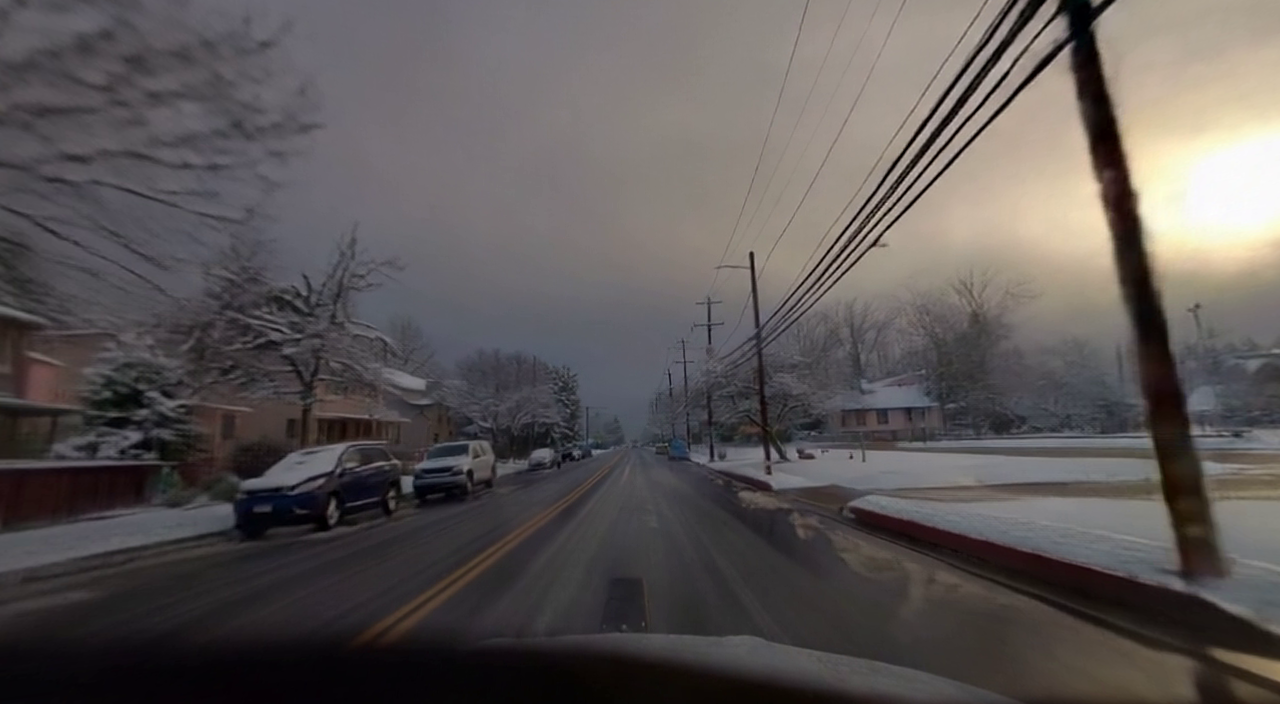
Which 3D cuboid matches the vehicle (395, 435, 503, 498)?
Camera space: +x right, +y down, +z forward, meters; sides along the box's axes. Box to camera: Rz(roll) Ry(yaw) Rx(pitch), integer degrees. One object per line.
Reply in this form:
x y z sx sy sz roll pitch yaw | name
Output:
-6.772 4.071 23.236 2.144 1.955 6.159 0 -7 -1 | vehicle

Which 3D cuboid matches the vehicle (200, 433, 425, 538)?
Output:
-6.739 2.758 13.914 2.120 1.799 5.370 -1 -8 0 | vehicle

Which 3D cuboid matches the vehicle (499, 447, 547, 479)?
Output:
-6.909 6.587 37.728 1.852 1.510 4.812 -5 -7 0 | vehicle
